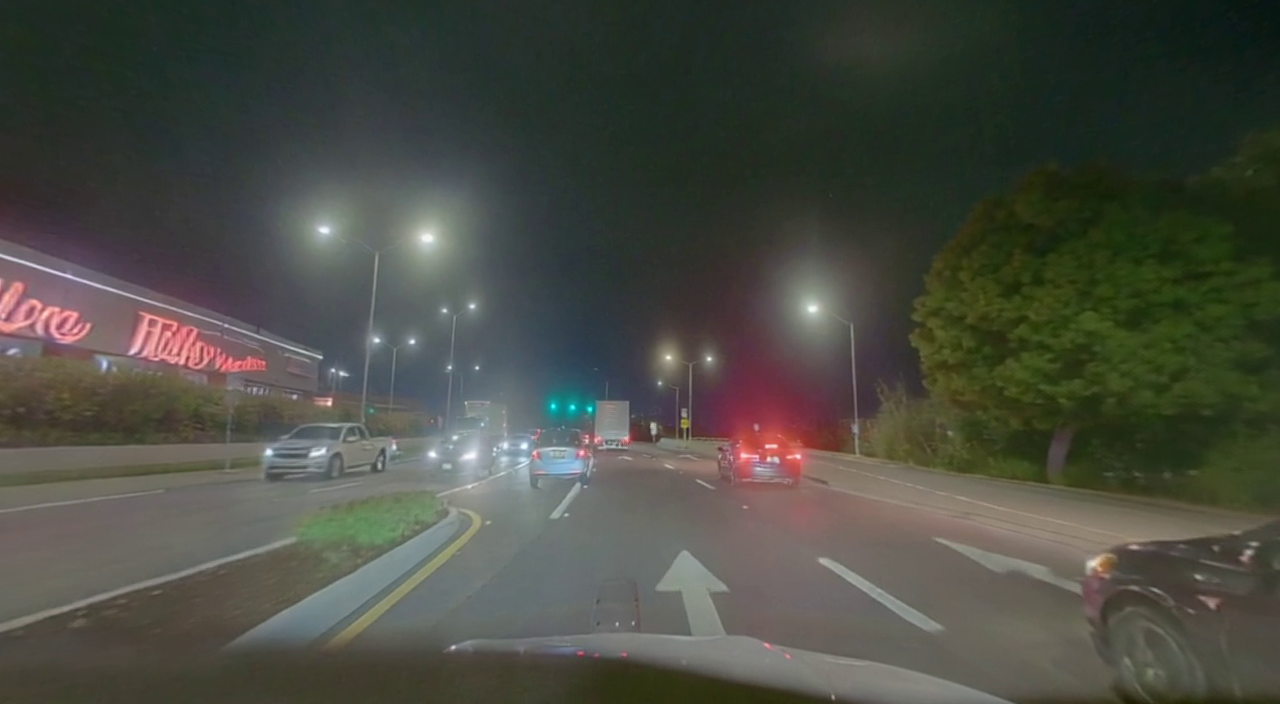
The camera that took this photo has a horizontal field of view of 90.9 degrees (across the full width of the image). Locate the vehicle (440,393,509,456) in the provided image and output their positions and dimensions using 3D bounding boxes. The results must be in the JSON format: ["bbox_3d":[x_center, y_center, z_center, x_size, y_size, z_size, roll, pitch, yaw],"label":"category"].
[{"bbox_3d":[-11.163,5.098,43.647,2.986,3.821,10.059,1,-7,-6],"label":"vehicle"}]

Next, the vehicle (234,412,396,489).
[{"bbox_3d":[-9.387,2.882,18.890,2.165,1.966,5.251,0,-7,-1],"label":"vehicle"}]

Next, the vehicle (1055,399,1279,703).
[{"bbox_3d":[3.183,0.707,0.748,2.081,1.434,4.833,0,-7,0],"label":"vehicle"}]

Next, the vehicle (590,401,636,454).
[{"bbox_3d":[-2.080,5.469,45.430,2.917,3.482,6.946,1,-7,-6],"label":"vehicle"}]

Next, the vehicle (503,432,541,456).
[{"bbox_3d":[-7.695,5.990,41.287,1.964,1.428,4.481,1,-7,-5],"label":"vehicle"}]

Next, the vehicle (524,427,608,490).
[{"bbox_3d":[-1.945,2.780,16.842,1.991,1.472,3.518,1,-7,-6],"label":"vehicle"}]

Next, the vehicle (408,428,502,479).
[{"bbox_3d":[-6.125,3.386,21.416,2.026,1.520,4.475,0,-7,-3],"label":"vehicle"}]

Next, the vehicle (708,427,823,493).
[{"bbox_3d":[3.079,2.708,16.326,1.889,1.480,3.876,1,-7,-5],"label":"vehicle"}]
